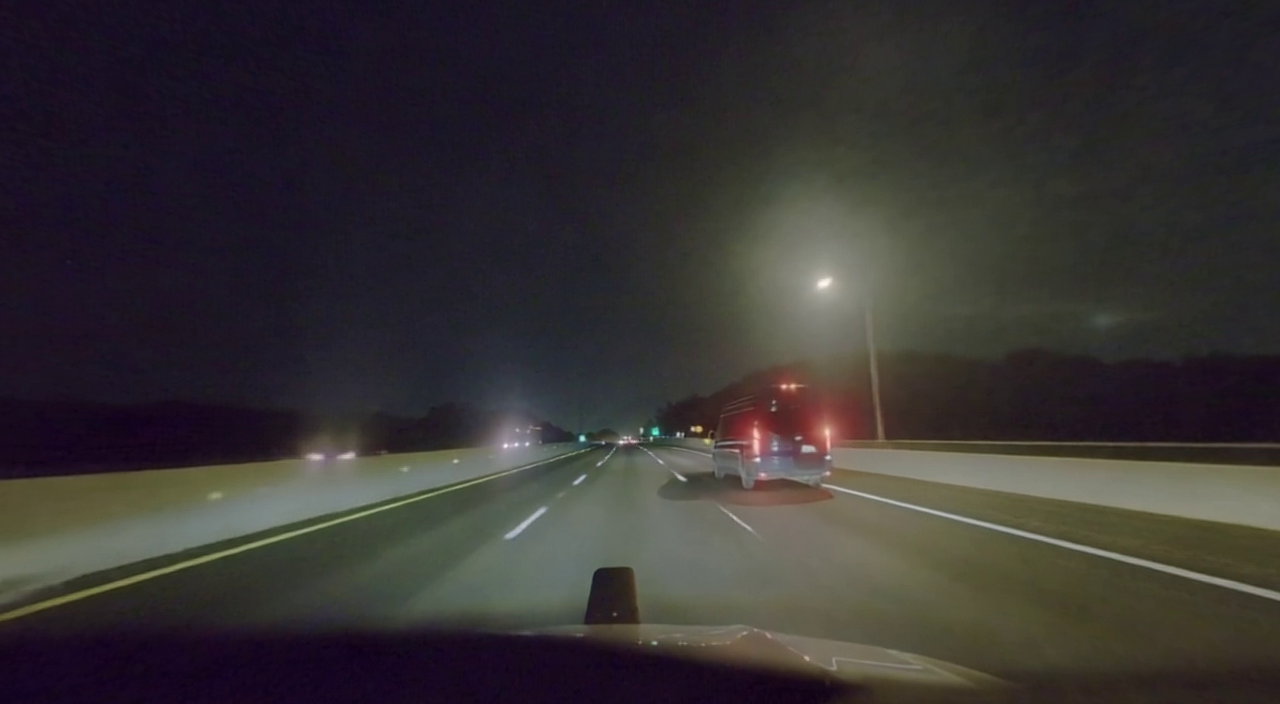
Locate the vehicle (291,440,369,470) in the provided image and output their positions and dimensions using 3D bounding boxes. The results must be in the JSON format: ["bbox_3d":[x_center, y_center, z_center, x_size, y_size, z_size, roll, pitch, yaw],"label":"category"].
[{"bbox_3d":[-16.052,5.322,32.848,1.921,1.433,4.304,0,-8,-1],"label":"vehicle"}]

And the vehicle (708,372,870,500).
[{"bbox_3d":[3.508,2.252,16.770,2.431,2.667,6.921,0,-8,-1],"label":"vehicle"}]
